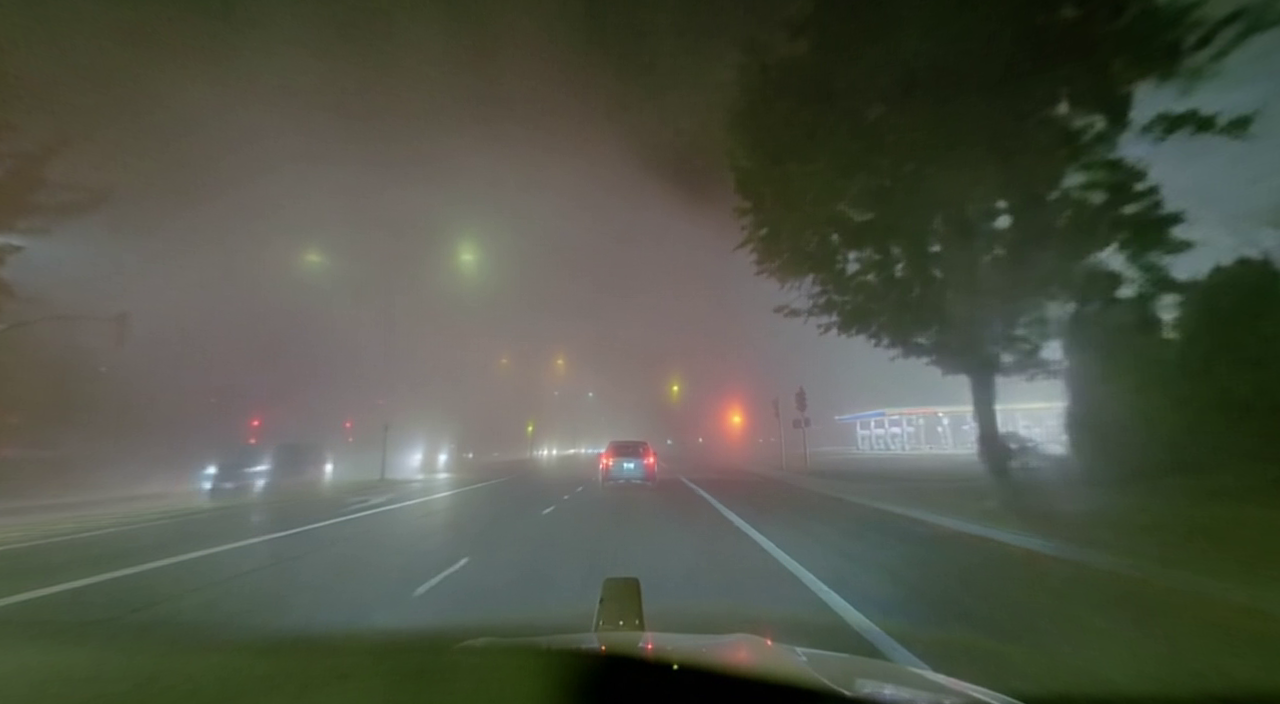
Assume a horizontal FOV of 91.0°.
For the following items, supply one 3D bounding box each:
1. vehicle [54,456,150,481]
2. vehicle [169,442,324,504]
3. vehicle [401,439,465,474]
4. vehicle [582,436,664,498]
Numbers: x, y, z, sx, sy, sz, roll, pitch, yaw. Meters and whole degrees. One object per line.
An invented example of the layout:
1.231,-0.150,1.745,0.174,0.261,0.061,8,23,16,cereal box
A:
-35.234,7.654,41.312,4.377,1.521,1.965,1,-8,-3,vehicle
-12.124,3.710,19.845,1.999,1.695,4.334,0,-9,1,vehicle
-12.639,6.386,38.810,2.161,1.950,4.962,0,-8,1,vehicle
-0.429,3.230,18.093,2.062,1.519,4.214,0,-8,0,vehicle
